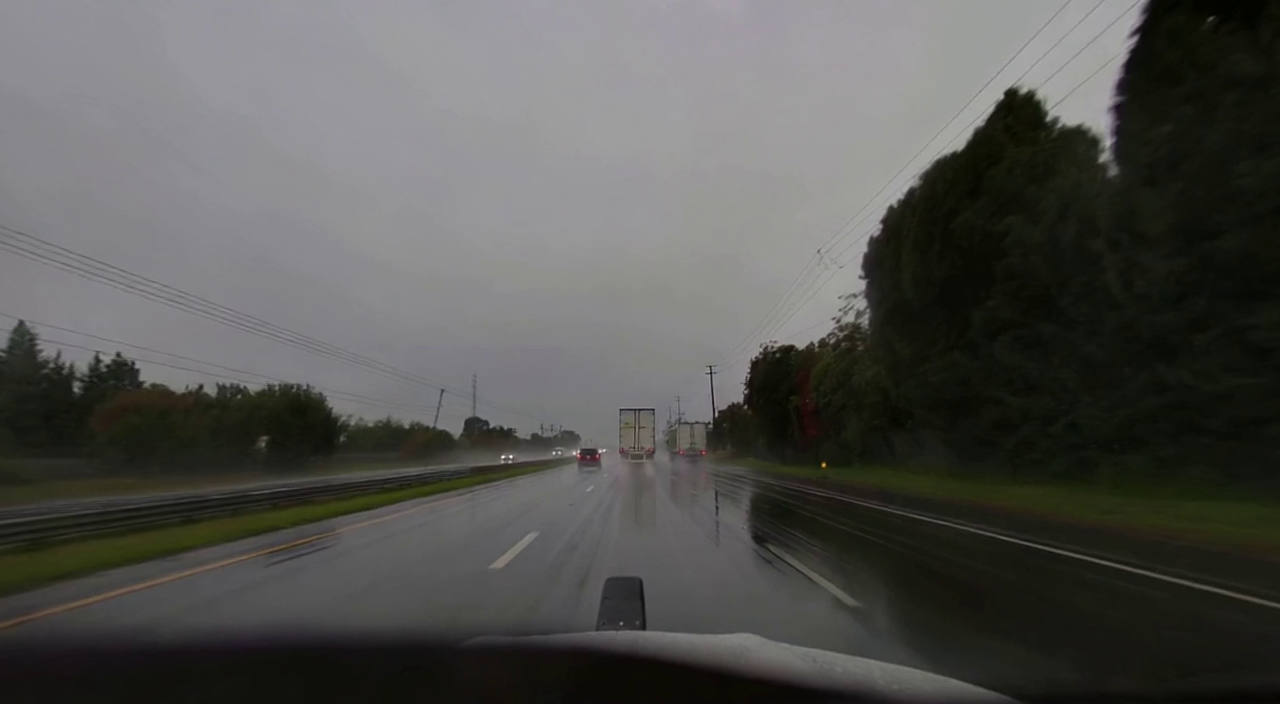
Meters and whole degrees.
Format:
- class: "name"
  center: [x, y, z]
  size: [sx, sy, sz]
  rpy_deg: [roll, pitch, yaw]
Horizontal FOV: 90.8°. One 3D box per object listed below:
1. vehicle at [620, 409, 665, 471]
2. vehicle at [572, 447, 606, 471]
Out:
- class: "vehicle"
  center: [0.112, 6.876, 48.357]
  size: [2.997, 4.076, 13.224]
  rpy_deg: [0, -9, 0]
- class: "vehicle"
  center: [-3.517, 7.449, 44.052]
  size: [2.024, 1.582, 4.032]
  rpy_deg: [0, -9, 0]
